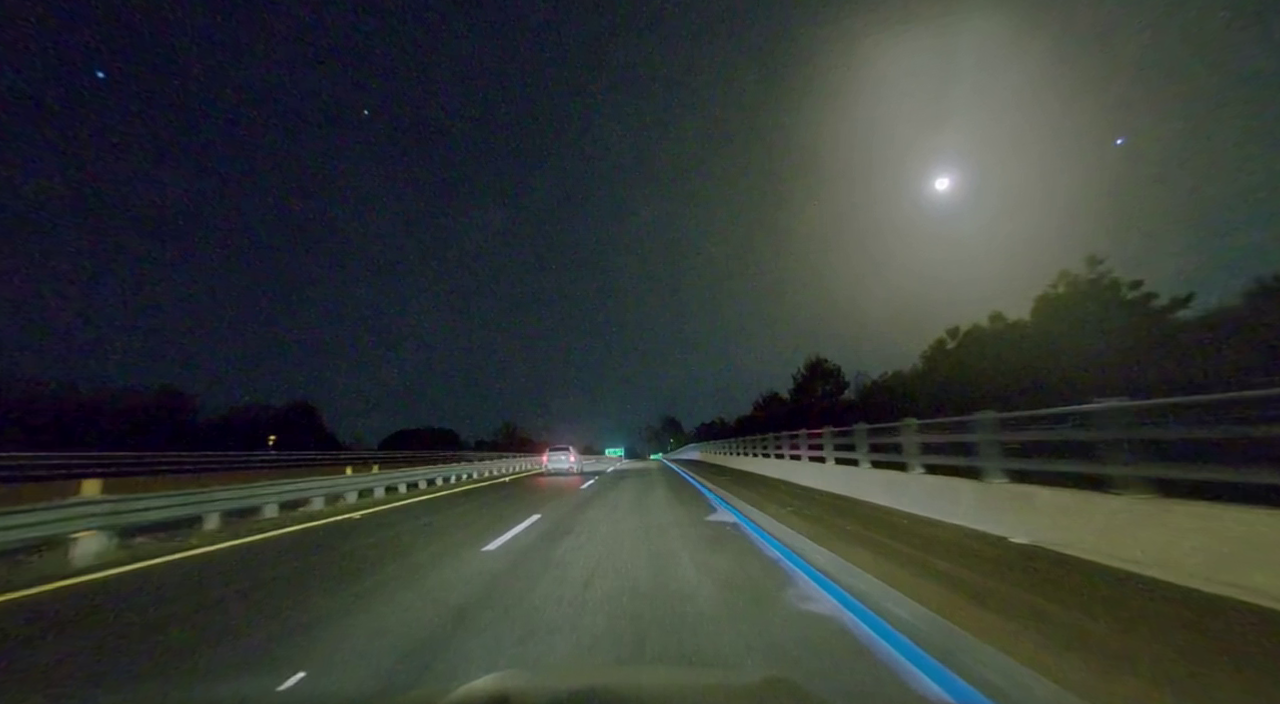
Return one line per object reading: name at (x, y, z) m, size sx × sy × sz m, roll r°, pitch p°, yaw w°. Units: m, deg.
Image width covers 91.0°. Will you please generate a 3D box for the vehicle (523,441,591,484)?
vehicle at (-3.151, 4.267, 24.749) m, size 2.050 × 1.530 × 4.144 m, roll 0°, pitch -8°, yaw 1°
